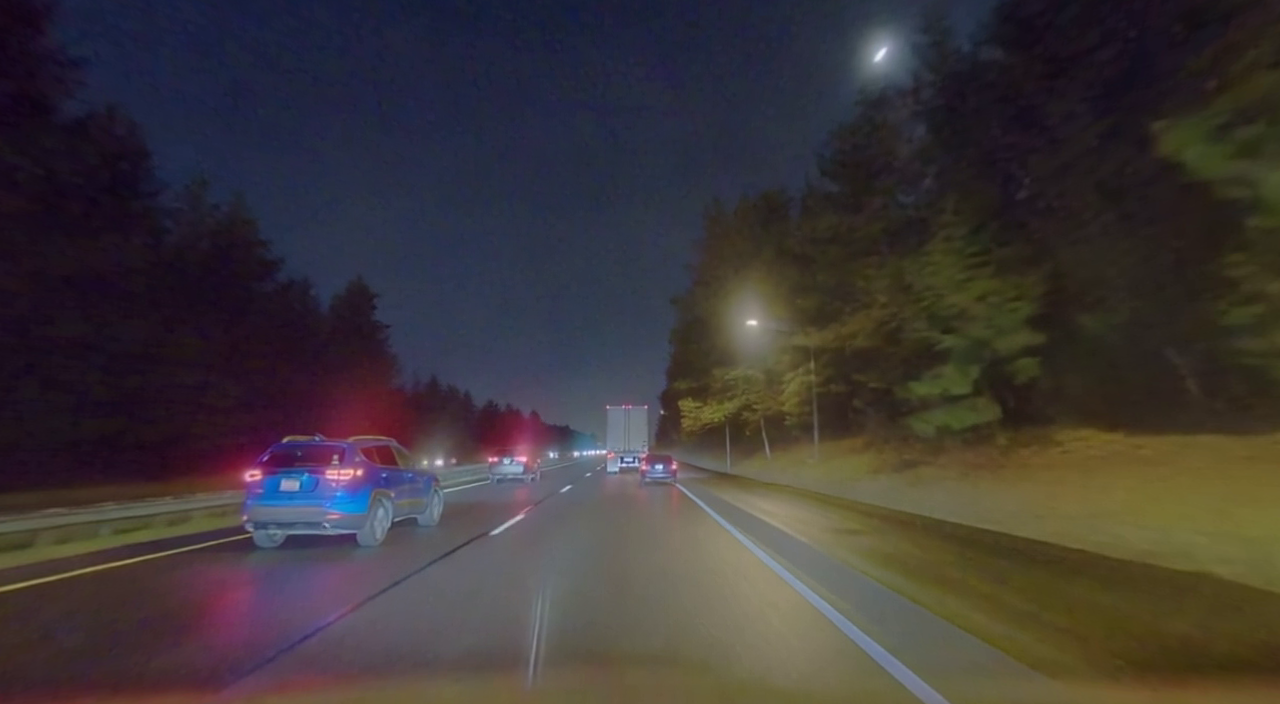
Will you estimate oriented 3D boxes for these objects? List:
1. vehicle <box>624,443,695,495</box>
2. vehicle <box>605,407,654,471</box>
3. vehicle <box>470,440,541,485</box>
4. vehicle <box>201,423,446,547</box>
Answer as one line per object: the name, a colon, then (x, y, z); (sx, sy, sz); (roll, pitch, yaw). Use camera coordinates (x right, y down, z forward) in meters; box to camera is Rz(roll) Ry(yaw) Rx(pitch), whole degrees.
vehicle: (0.525, 3.748, 20.474); (2.026, 1.489, 4.045); (0, -9, -2)
vehicle: (-0.916, 6.380, 45.525); (3.113, 4.066, 10.786); (0, -9, -3)
vehicle: (-5.368, 4.467, 25.549); (2.035, 1.664, 4.064); (0, -9, -1)
vehicle: (-5.021, 2.157, 10.775); (2.100, 1.671, 4.105); (0, -9, -1)
